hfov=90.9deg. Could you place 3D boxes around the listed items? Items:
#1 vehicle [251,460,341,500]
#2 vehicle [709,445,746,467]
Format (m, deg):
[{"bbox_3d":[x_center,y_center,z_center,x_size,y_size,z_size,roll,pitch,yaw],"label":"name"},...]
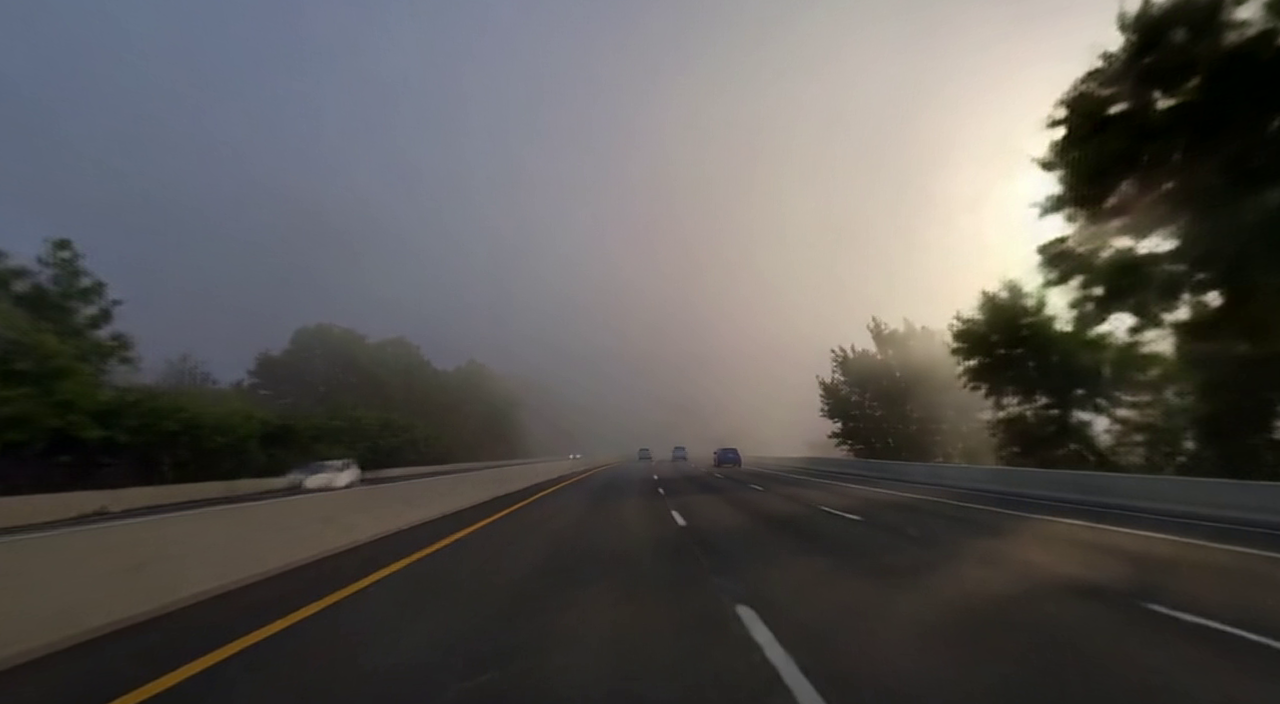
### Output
[{"bbox_3d":[-16.101,5.986,29.777,1.941,1.699,4.056,0,-9,0],"label":"vehicle"},{"bbox_3d":[6.502,7.804,47.223,2.175,1.574,3.943,0,-9,-1],"label":"vehicle"}]
